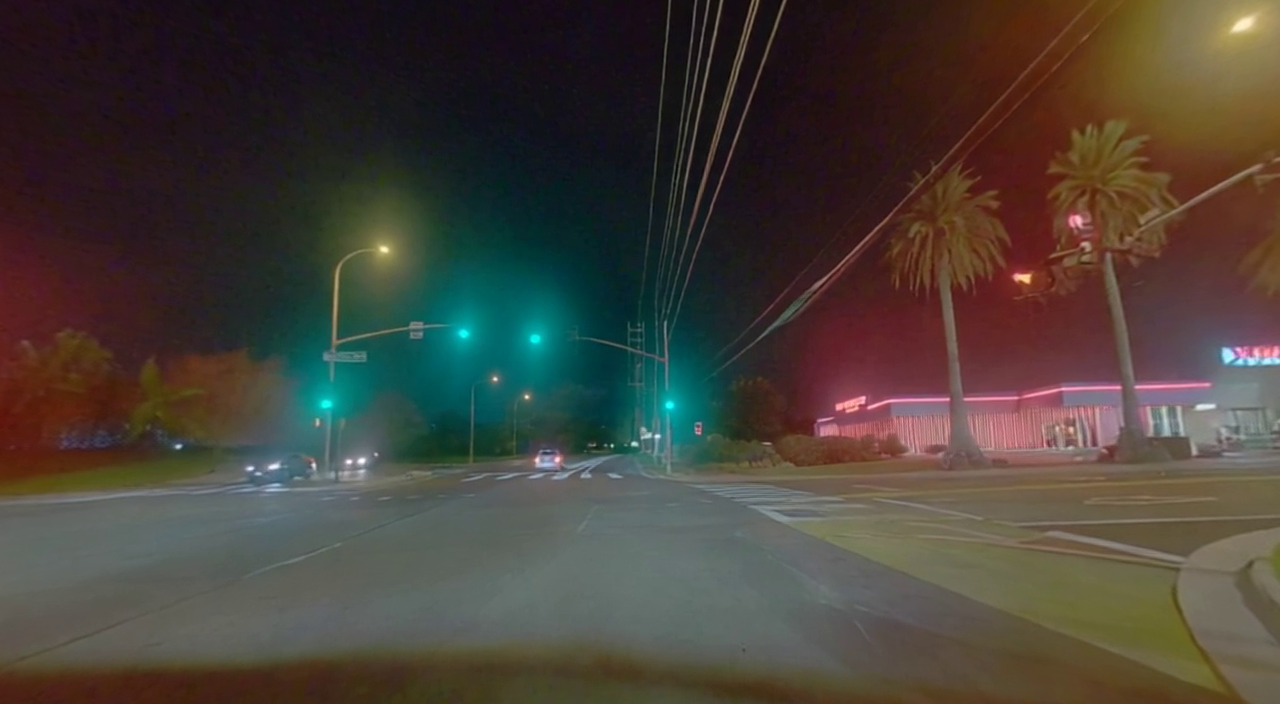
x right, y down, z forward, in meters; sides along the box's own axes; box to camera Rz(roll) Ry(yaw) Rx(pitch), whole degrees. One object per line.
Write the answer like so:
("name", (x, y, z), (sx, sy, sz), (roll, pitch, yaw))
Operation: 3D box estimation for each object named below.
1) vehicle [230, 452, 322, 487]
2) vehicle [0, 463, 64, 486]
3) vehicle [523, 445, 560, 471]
("vehicle", (-17.429, 5.595, 30.552), (1.997, 1.480, 4.715), (1, -8, -6))
("vehicle", (-43.976, 8.739, 45.013), (3.829, 1.510, 1.790), (1, -8, -7))
("vehicle", (-6.086, 6.566, 39.385), (2.063, 1.474, 4.334), (1, -9, -7))
